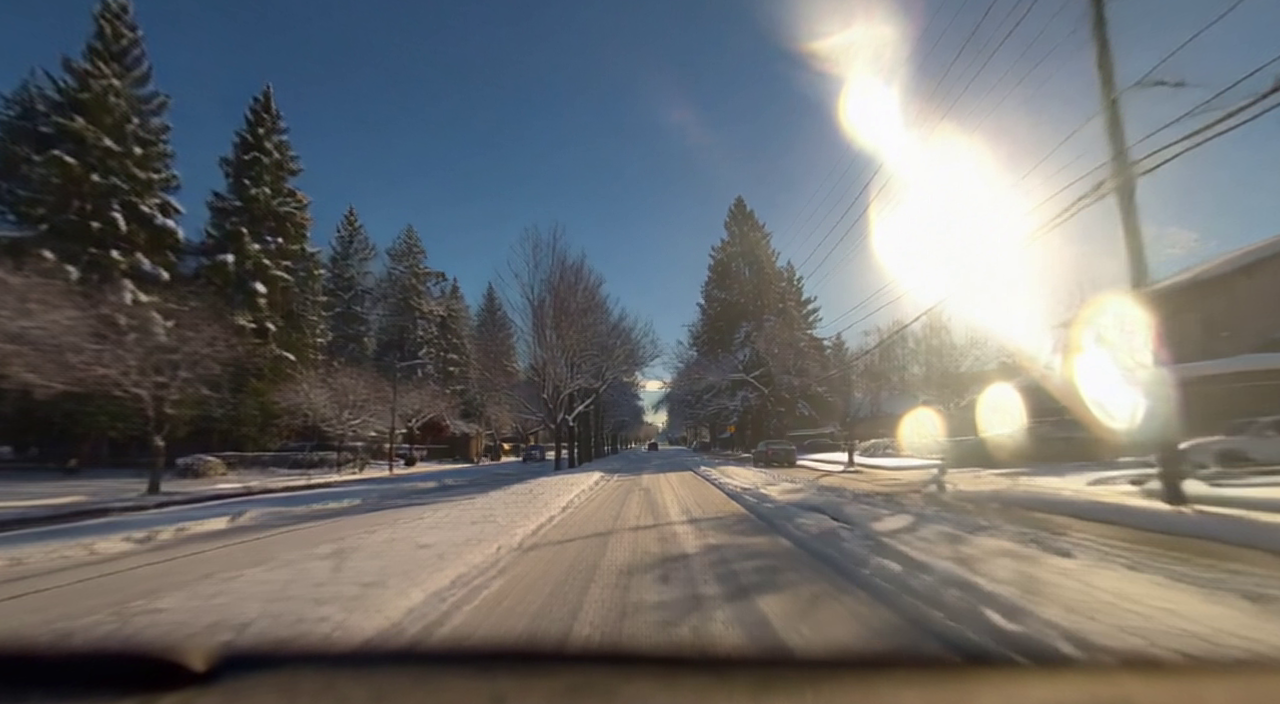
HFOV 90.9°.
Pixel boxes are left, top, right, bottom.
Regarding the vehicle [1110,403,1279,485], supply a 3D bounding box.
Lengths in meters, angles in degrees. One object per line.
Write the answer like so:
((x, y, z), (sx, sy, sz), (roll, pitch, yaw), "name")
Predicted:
((15.026, 2.255, 15.577), (4.975, 1.849, 2.334), (0, -8, -3), "vehicle")

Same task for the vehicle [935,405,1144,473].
((14.515, 3.218, 23.318), (5.886, 2.000, 2.372), (-4, -9, 5), "vehicle")

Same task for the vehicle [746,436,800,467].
((8.115, 6.101, 38.928), (2.200, 1.783, 4.682), (0, -8, -1), "vehicle")
